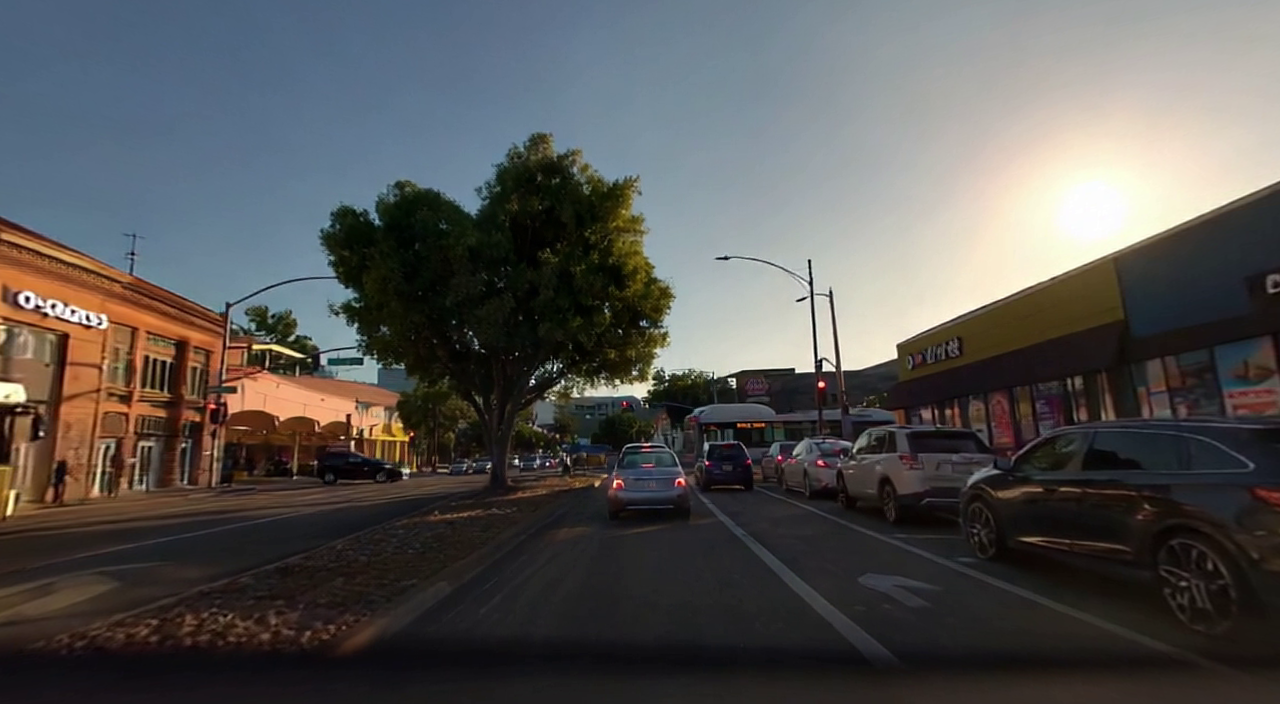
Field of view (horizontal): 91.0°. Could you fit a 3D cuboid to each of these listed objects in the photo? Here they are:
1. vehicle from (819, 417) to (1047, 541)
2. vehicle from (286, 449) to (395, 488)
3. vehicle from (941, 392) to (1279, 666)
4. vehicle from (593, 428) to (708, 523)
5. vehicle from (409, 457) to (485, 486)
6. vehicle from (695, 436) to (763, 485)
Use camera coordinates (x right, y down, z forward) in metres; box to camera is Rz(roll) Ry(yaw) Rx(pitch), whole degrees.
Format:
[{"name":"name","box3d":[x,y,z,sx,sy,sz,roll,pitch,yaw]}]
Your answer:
[{"name":"vehicle","box3d":[4.927,2.198,11.510,2.007,1.786,4.542,0,-9,1]},{"name":"vehicle","box3d":[-15.273,5.879,32.120,5.016,1.792,2.250,-4,-9,26]},{"name":"vehicle","box3d":[4.951,1.410,5.948,2.014,1.681,4.332,0,-9,-1]},{"name":"vehicle","box3d":[0.165,2.600,13.842,2.089,1.699,4.650,0,-9,-1]},{"name":"vehicle","box3d":[-12.226,7.620,40.064,4.242,1.537,1.810,-5,-11,8]},{"name":"vehicle","box3d":[3.313,4.125,24.193,2.222,1.688,3.952,0,-9,3]}]
